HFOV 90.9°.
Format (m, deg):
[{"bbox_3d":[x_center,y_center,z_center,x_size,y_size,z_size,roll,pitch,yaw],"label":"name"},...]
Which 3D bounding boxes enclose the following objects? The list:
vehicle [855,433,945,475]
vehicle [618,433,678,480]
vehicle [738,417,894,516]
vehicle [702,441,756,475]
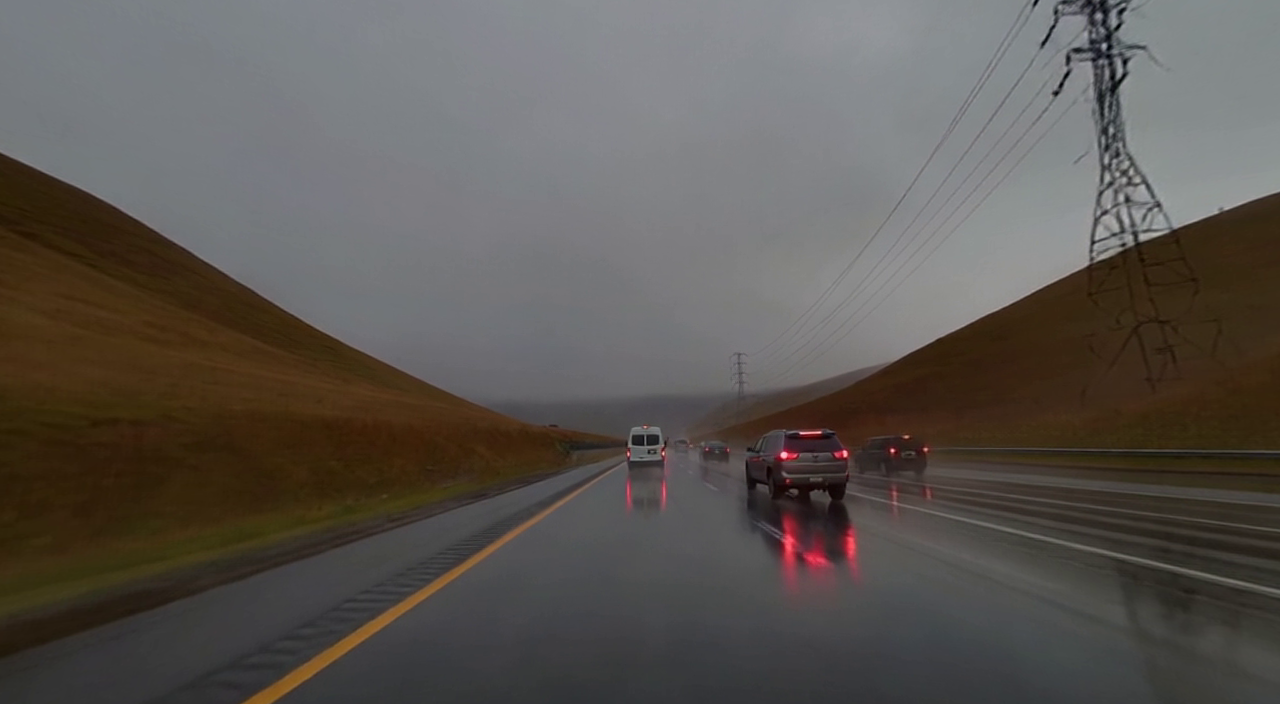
[{"bbox_3d":[11.321,4.473,27.890,2.087,1.681,4.589,0,-8,1],"label":"vehicle"},{"bbox_3d":[0.335,4.292,26.184,2.268,1.772,4.523,0,-8,1],"label":"vehicle"},{"bbox_3d":[3.629,2.457,14.033,2.139,1.821,4.480,0,-8,0],"label":"vehicle"},{"bbox_3d":[4.106,4.959,29.793,1.938,1.466,4.356,0,-8,0],"label":"vehicle"}]
